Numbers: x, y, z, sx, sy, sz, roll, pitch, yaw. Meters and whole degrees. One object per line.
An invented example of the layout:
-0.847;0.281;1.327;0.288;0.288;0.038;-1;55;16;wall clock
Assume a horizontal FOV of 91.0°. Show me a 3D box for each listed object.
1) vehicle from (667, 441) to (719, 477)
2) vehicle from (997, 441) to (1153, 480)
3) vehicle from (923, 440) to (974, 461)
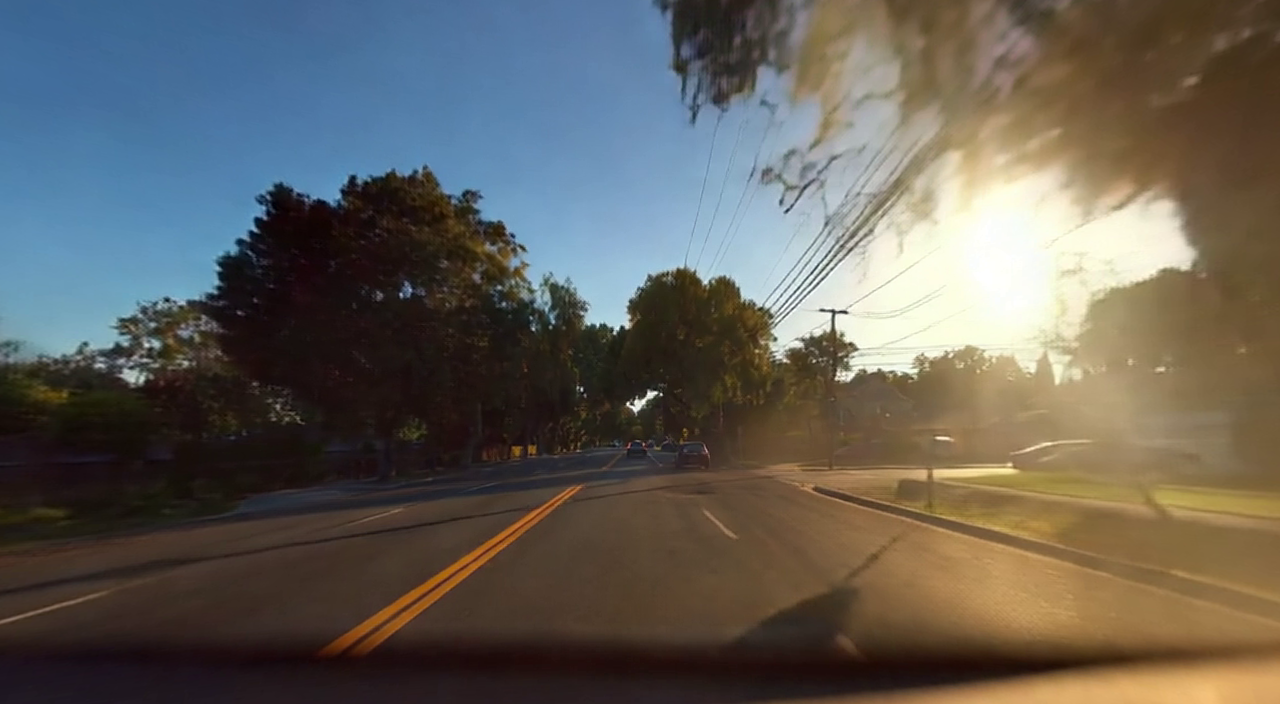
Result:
2.335;4.837;28.651;1.975;1.497;3.647;0;-9;-1;vehicle
17.023;4.270;24.798;4.672;1.463;1.863;0;-9;2;vehicle
22.295;7.138;45.614;1.851;1.458;3.709;0;-9;1;vehicle
